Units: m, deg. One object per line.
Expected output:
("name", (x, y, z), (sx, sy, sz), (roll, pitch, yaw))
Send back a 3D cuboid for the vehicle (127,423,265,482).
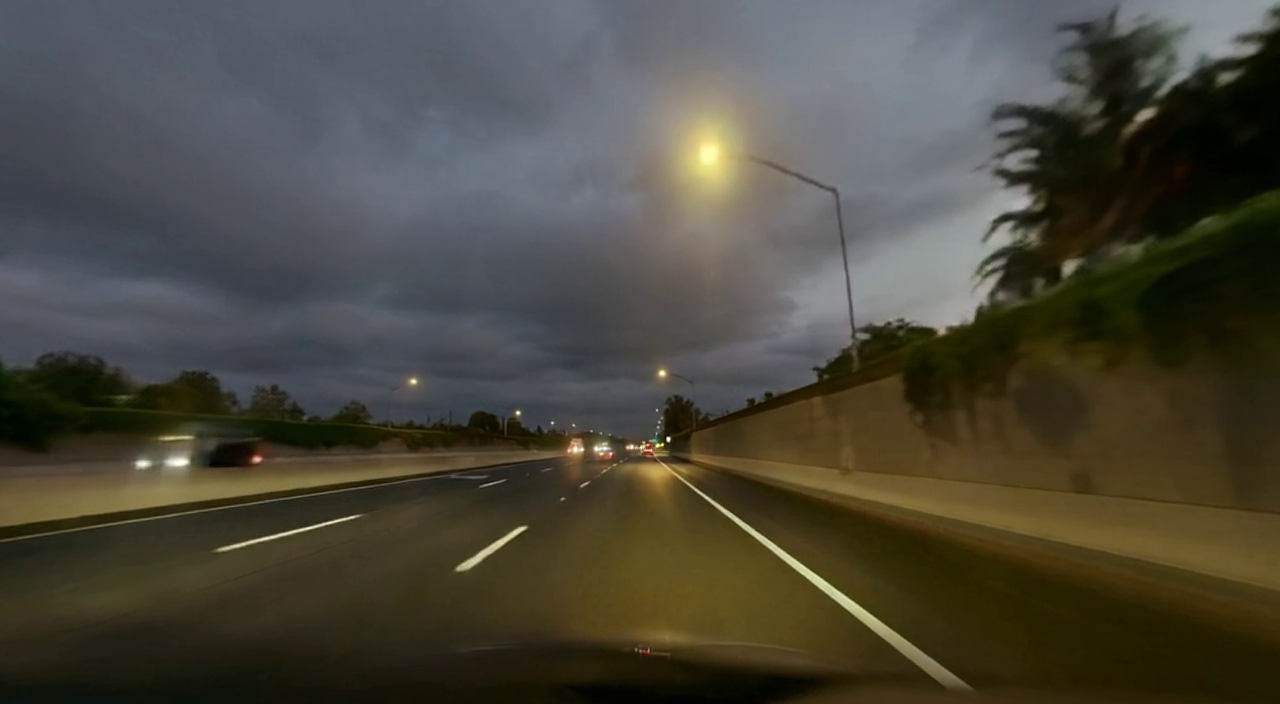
("vehicle", (-22.296, 5.112, 32.223), (2.297, 2.677, 6.429), (0, -9, 0))
